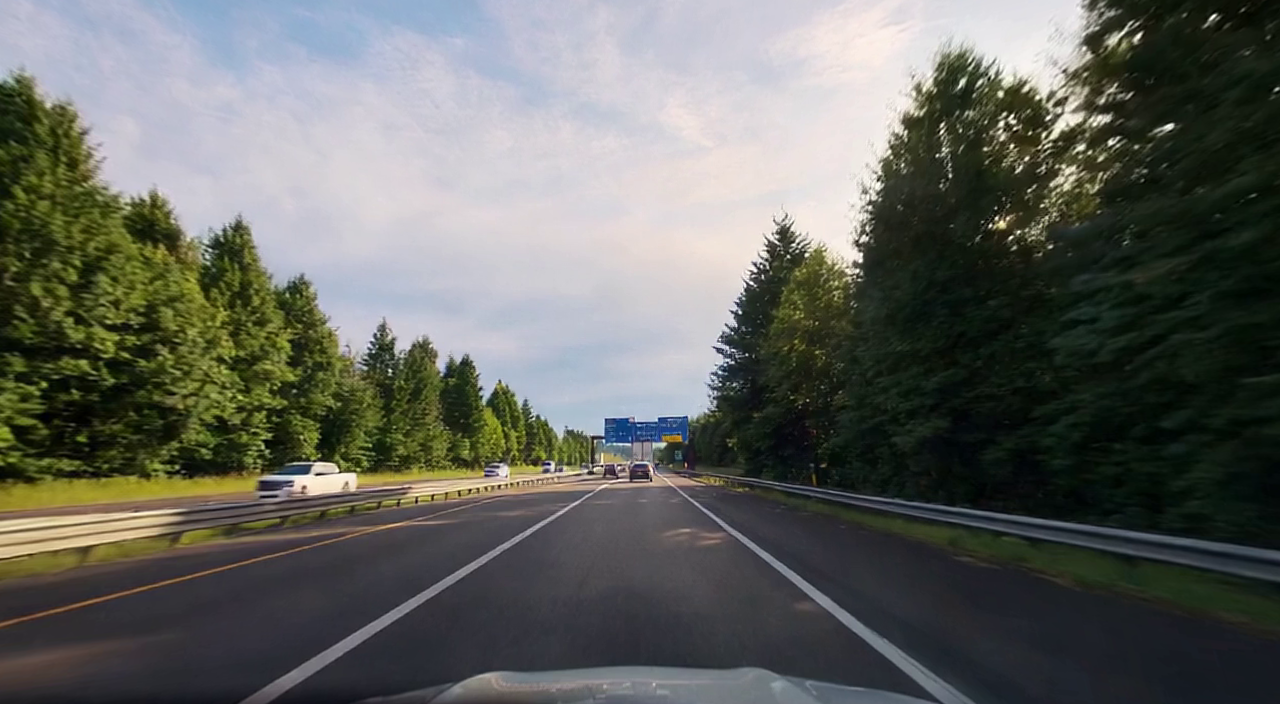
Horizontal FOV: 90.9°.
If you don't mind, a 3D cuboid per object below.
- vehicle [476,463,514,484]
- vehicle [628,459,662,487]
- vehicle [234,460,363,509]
[{"bbox_3d":[-11.319,9.497,49.306,1.894,1.469,3.976,0,-10,1],"label":"vehicle"},{"bbox_3d":[0.322,7.778,40.478,2.048,1.663,4.377,1,-10,0],"label":"vehicle"},{"bbox_3d":[-11.703,4.572,21.988,1.949,1.474,4.439,1,-10,1],"label":"vehicle"}]
